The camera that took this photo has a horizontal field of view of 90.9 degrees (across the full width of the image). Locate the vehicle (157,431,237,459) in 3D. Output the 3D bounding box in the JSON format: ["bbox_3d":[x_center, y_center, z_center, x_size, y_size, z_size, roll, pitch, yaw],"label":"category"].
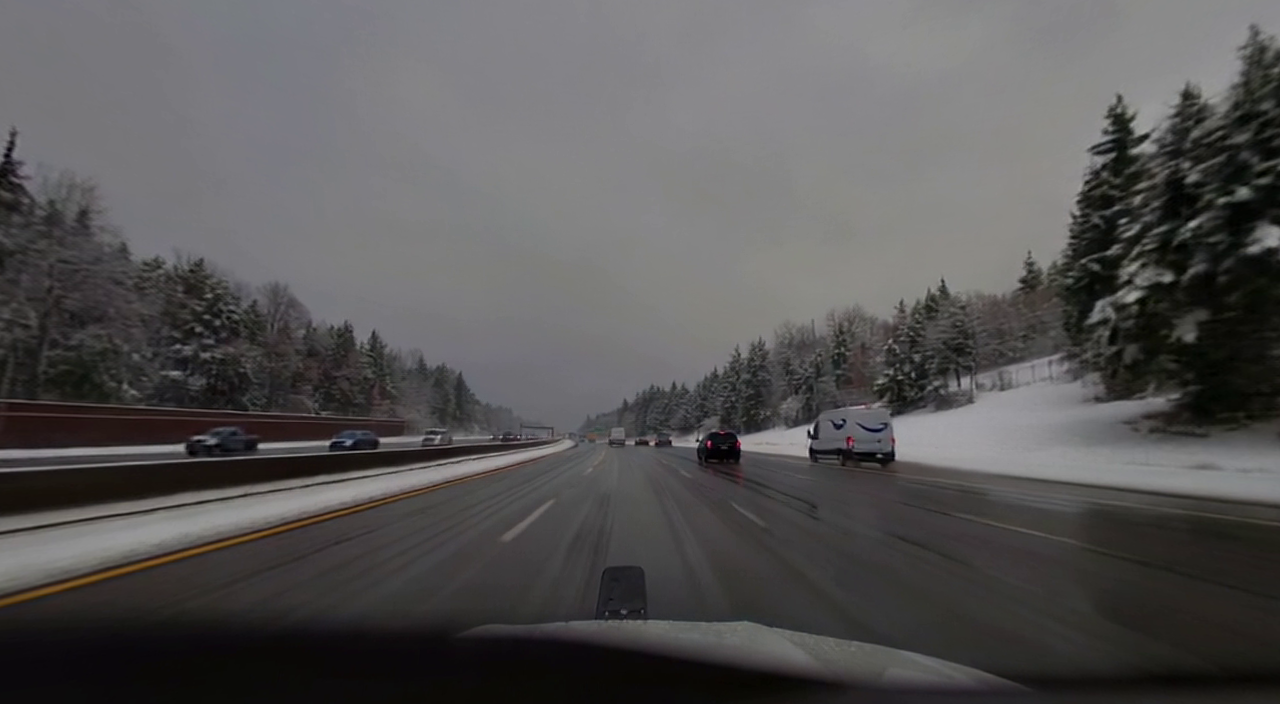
[{"bbox_3d":[-26.031,5.503,37.276,1.848,1.513,4.086,0,-8,-2],"label":"vehicle"}]

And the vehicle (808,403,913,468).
[{"bbox_3d":[10.550,4.141,30.935,2.274,2.802,6.802,0,-8,-4],"label":"vehicle"}]

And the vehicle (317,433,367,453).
[{"bbox_3d":[-22.612,6.952,48.050,1.895,1.469,4.267,0,-8,-3],"label":"vehicle"}]

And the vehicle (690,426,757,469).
[{"bbox_3d":[3.538,4.175,27.689,2.141,1.732,4.279,0,-8,-3],"label":"vehicle"}]
